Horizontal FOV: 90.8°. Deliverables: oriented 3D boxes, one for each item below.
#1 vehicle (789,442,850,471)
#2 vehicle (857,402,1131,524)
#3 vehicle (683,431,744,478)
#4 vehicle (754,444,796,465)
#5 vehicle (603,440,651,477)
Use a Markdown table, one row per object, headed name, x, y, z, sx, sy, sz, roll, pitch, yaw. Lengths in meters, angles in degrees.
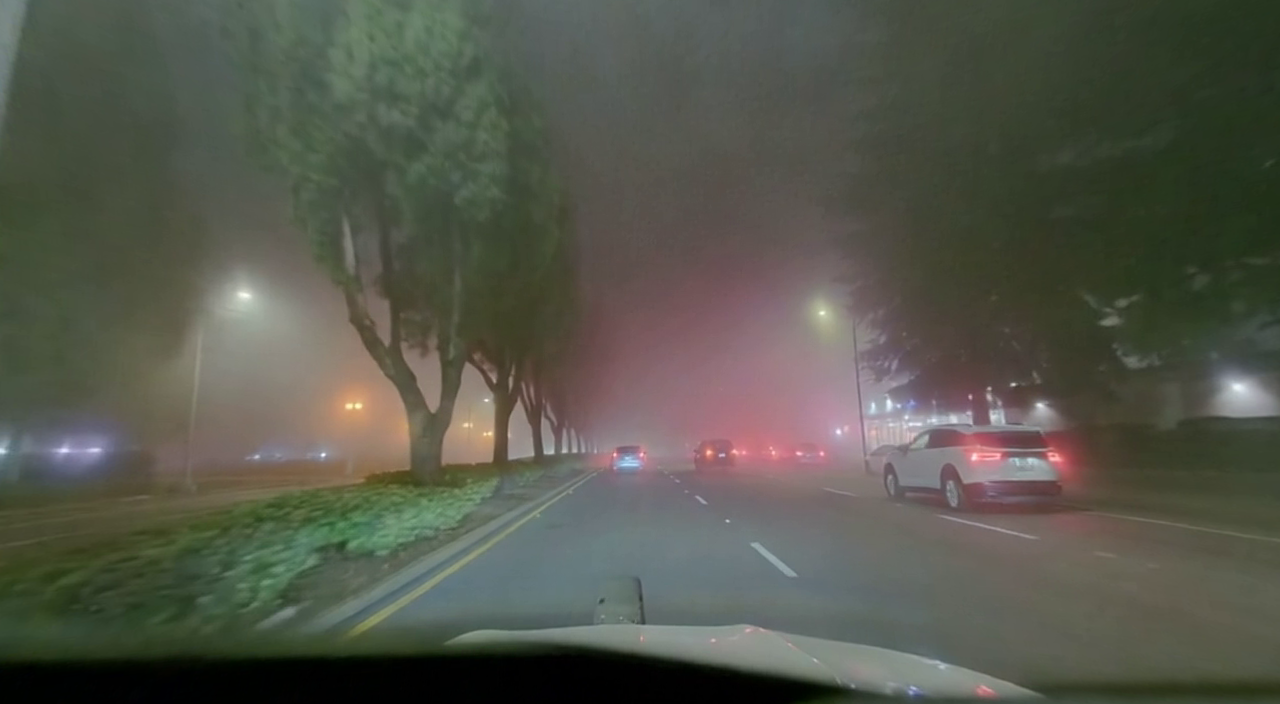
| name | x | y | z | sx | sy | sz | roll | pitch | yaw |
| --- | --- | --- | --- | --- | --- | --- | --- | --- | --- |
| vehicle | 10.014 | 5.861 | 35.652 | 2.021 | 1.481 | 4.746 | 0 | -8 | 0 |
| vehicle | 6.628 | 2.188 | 12.950 | 2.240 | 1.923 | 5.678 | 0 | -8 | -1 |
| vehicle | 3.056 | 4.368 | 27.162 | 1.955 | 1.845 | 4.538 | 0 | -8 | -2 |
| vehicle | 9.973 | 7.593 | 46.971 | 1.898 | 1.475 | 4.860 | 0 | -8 | -2 |
| vehicle | -0.591 | 4.803 | 28.785 | 2.037 | 1.568 | 3.693 | 0 | -8 | -1 |
